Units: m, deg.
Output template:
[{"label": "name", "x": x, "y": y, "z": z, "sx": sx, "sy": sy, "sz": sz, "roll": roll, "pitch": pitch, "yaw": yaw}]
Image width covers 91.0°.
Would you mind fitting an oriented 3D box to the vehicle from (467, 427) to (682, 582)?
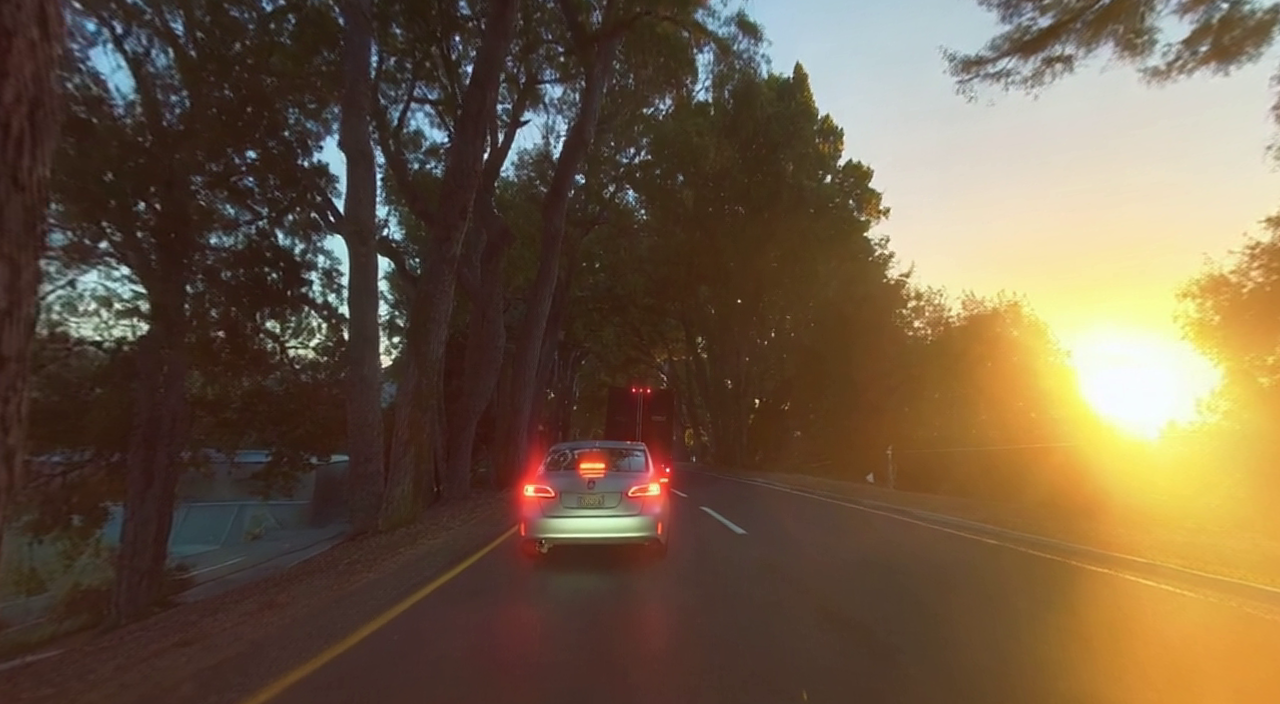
[{"label": "vehicle", "x": -0.625, "y": 1.795, "z": 8.213, "sx": 2.076, "sy": 1.490, "sz": 4.078, "roll": 0, "pitch": -9, "yaw": 0}]
